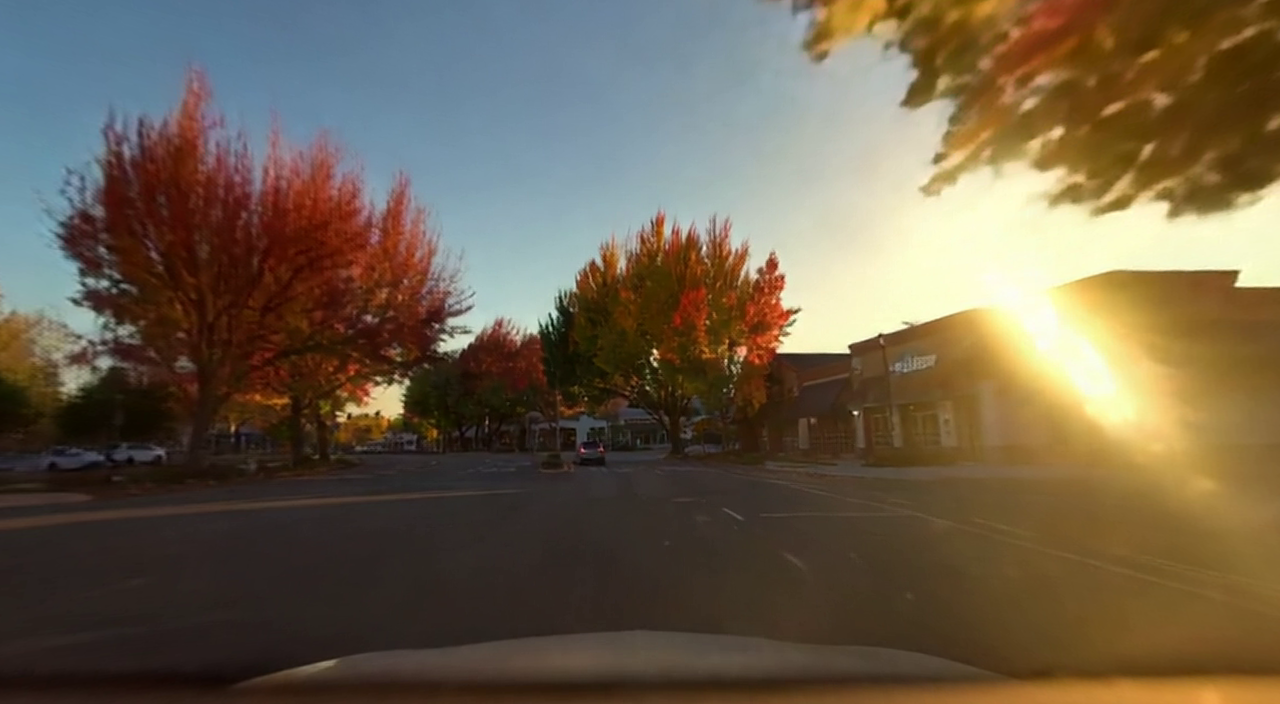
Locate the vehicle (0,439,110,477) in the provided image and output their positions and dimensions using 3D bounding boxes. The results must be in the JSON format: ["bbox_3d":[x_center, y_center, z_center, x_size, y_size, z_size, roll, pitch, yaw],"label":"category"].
[{"bbox_3d":[-35.741,6.424,38.021,5.135,1.689,2.269,-3,-11,-15],"label":"vehicle"}]

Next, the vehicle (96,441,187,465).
[{"bbox_3d":[-36.762,7.462,46.559,4.807,1.665,2.045,1,-8,-10],"label":"vehicle"}]

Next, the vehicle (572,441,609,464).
[{"bbox_3d":[-3.490,6.925,43.747,2.018,1.512,4.304,2,-8,-12],"label":"vehicle"}]
